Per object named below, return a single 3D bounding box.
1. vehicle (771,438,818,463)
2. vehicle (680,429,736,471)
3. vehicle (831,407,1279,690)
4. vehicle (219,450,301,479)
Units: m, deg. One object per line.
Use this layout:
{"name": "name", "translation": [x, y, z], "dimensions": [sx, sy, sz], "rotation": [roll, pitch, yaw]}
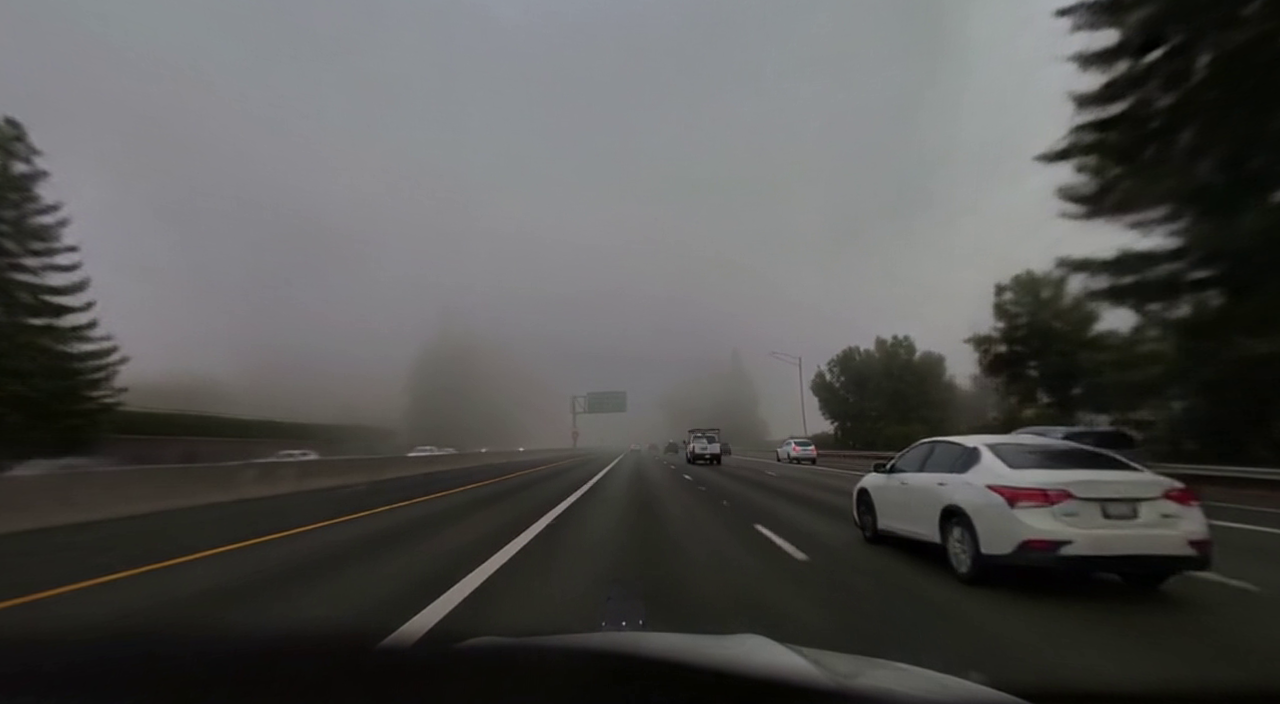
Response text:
{"name": "vehicle", "translation": [11.028, 7.060, 45.383], "dimensions": [2.045, 1.658, 4.598], "rotation": [0, -8, -2]}
{"name": "vehicle", "translation": [3.448, 5.103, 33.105], "dimensions": [2.218, 1.964, 5.662], "rotation": [0, -8, -1]}
{"name": "vehicle", "translation": [3.495, 1.421, 5.880], "dimensions": [1.978, 1.535, 4.705], "rotation": [0, -8, 0]}
{"name": "vehicle", "translation": [-21.491, 6.360, 35.920], "dimensions": [1.825, 1.444, 4.583], "rotation": [0, -8, 0]}
